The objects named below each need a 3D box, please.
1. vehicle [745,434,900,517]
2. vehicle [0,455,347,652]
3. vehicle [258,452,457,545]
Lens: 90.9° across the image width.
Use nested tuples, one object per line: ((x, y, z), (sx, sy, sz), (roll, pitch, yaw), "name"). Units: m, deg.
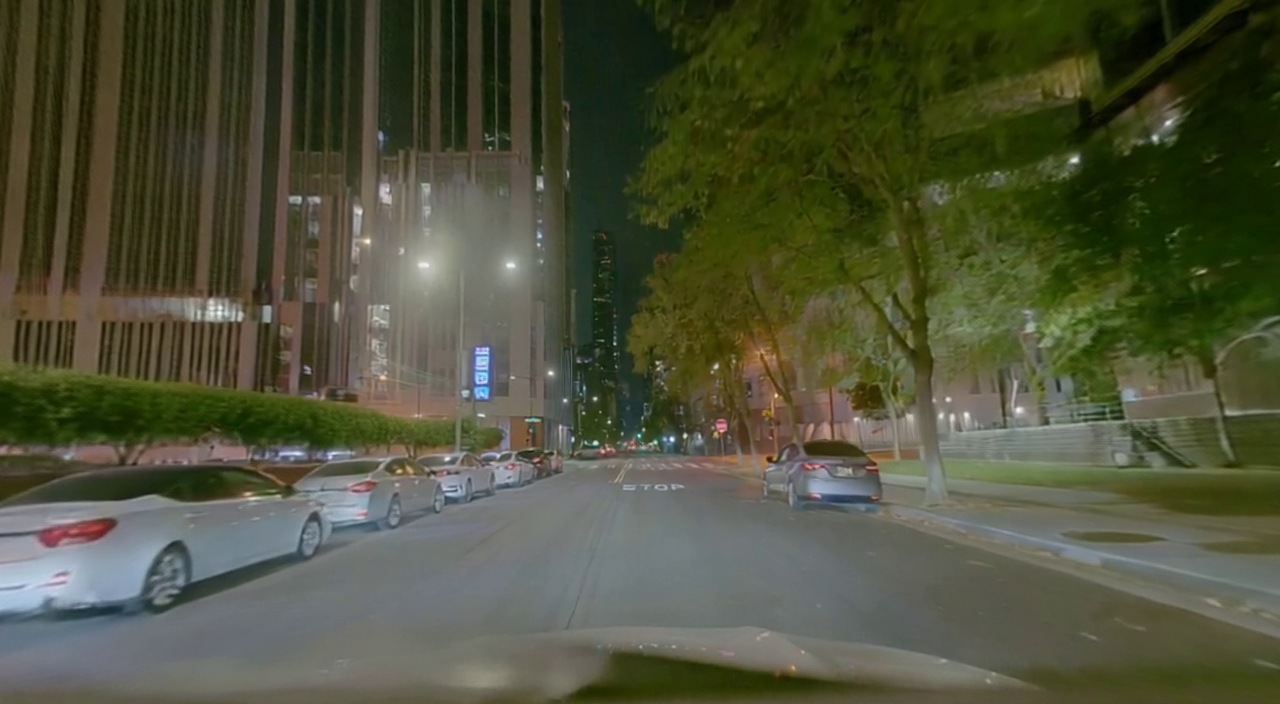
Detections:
((3.845, 2.664, 14.148), (1.978, 1.554, 4.192), (0, -8, -4), "vehicle")
((-5.382, 1.958, 7.204), (2.089, 1.463, 4.350), (0, -8, -2), "vehicle")
((-5.432, 2.839, 13.042), (1.873, 1.448, 5.013), (0, -8, -1), "vehicle")
